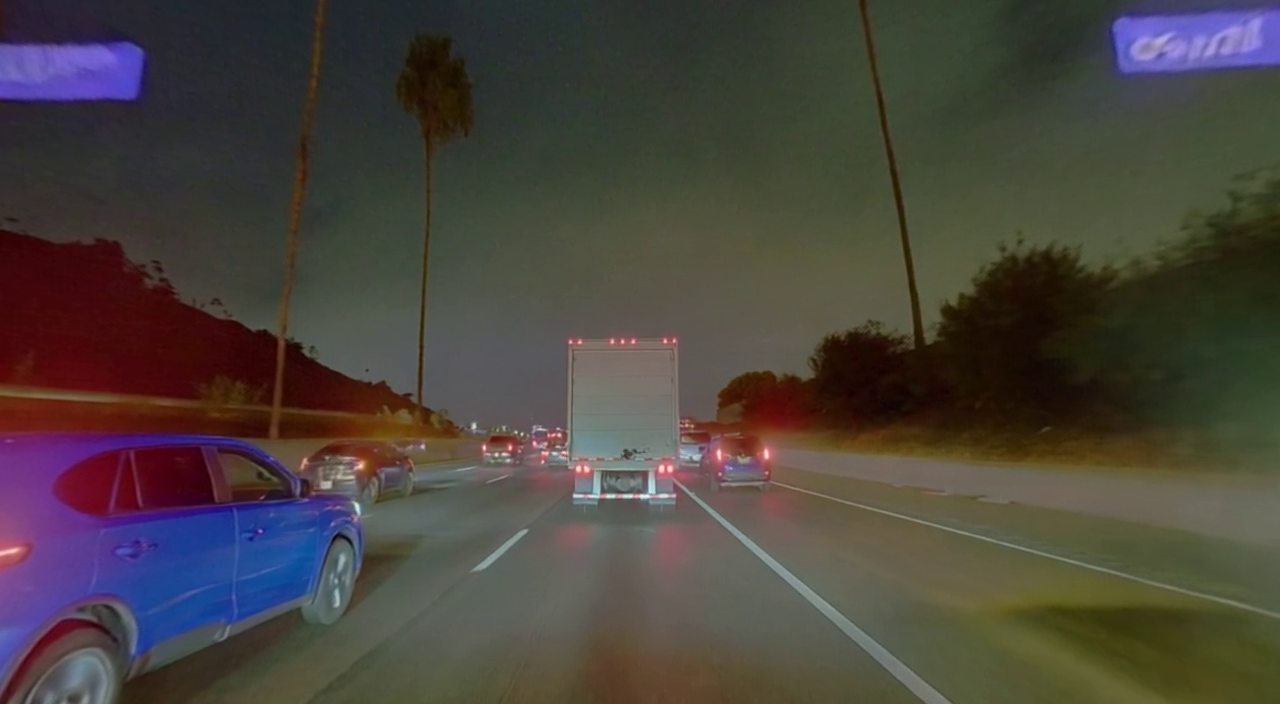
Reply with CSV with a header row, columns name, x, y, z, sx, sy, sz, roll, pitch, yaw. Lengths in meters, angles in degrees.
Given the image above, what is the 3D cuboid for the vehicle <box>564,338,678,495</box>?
name,x,y,z,sx,sy,sz,roll,pitch,yaw
vehicle,-0.455,2.460,21.689,2.906,4.040,10.743,0,-9,0

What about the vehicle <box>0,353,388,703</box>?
name,x,y,z,sx,sy,sz,roll,pitch,yaw
vehicle,-3.240,1.069,3.694,1.885,1.654,4.103,0,-9,-1

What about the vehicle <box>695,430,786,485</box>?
name,x,y,z,sx,sy,sz,roll,pitch,yaw
vehicle,2.876,3.152,19.102,1.859,1.416,4.695,0,-9,-2

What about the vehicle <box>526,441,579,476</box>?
name,x,y,z,sx,sy,sz,roll,pitch,yaw
vehicle,-3.955,4.883,29.265,1.874,1.475,4.328,0,-9,-1

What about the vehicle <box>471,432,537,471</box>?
name,x,y,z,sx,sy,sz,roll,pitch,yaw
vehicle,-7.360,5.463,34.855,2.344,1.954,5.579,0,-9,1
